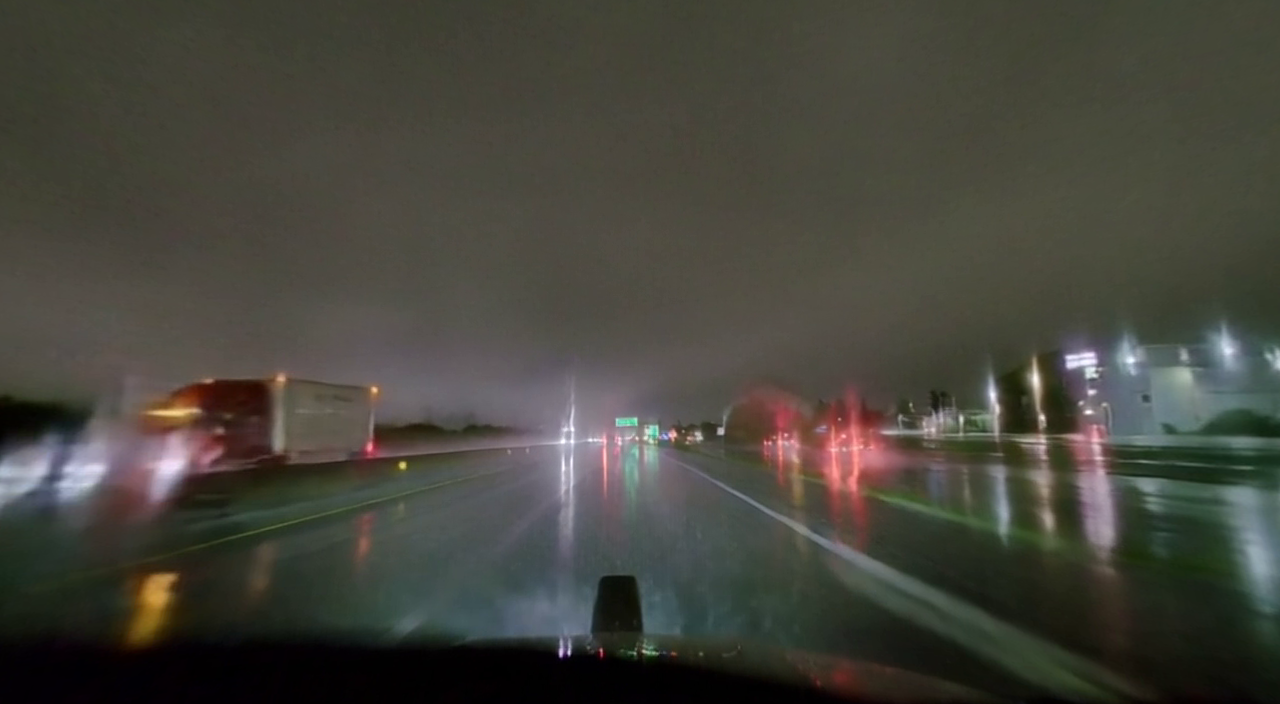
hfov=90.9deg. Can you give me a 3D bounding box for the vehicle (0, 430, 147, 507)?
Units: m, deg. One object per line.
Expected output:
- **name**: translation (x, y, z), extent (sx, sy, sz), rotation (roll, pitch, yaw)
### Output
- **vehicle**: translation (-15.619, 2.871, 15.895), extent (2.053, 1.724, 5.287), rotation (0, -8, 1)

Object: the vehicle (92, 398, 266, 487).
- **vehicle**: translation (-15.600, 3.097, 21.773), extent (2.372, 2.705, 4.535), rotation (-1, -8, 2)
